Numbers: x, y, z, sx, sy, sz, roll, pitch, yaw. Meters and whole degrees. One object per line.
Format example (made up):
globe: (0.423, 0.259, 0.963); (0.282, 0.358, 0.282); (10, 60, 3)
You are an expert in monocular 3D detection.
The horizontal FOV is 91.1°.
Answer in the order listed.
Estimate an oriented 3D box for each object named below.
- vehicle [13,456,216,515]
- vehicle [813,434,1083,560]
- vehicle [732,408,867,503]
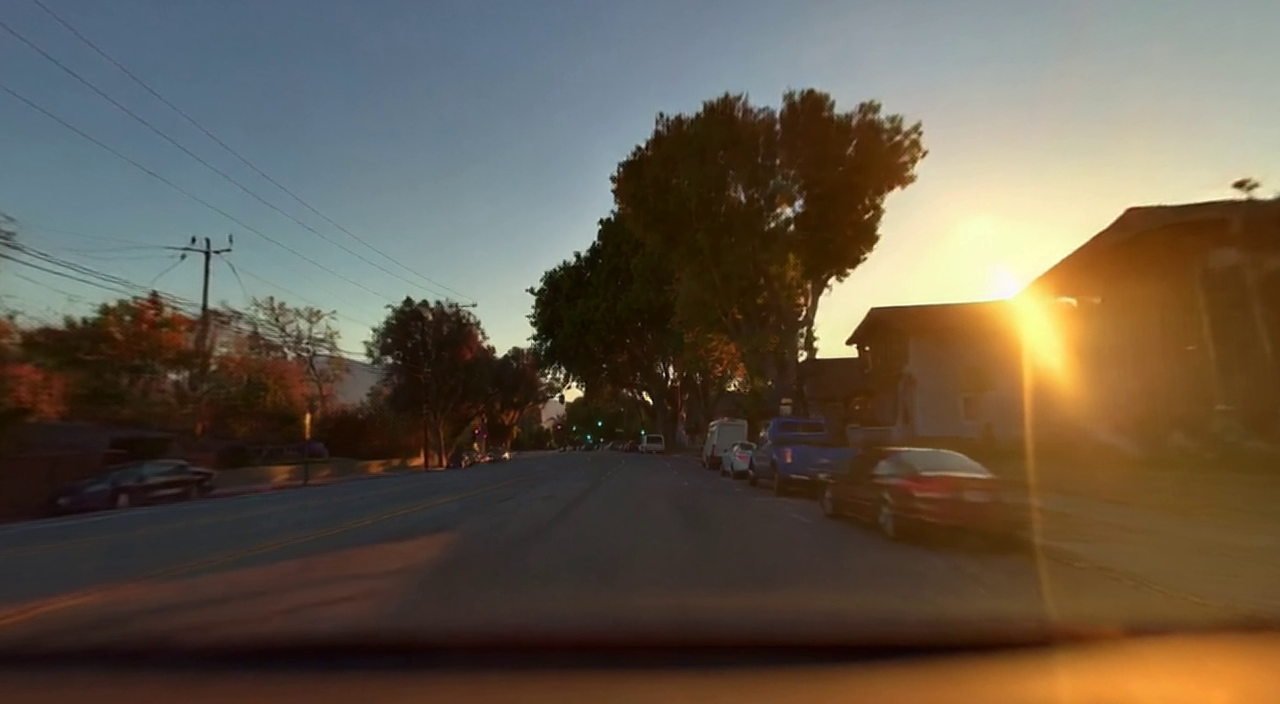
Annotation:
vehicle: (-15.289, 3.855, 18.704); (1.944, 1.454, 4.581); (0, -9, 2)
vehicle: (4.205, 2.037, 9.611); (1.804, 1.432, 4.594); (0, -9, 0)
vehicle: (4.105, 2.827, 17.475); (2.293, 2.171, 5.871); (0, -9, 1)
